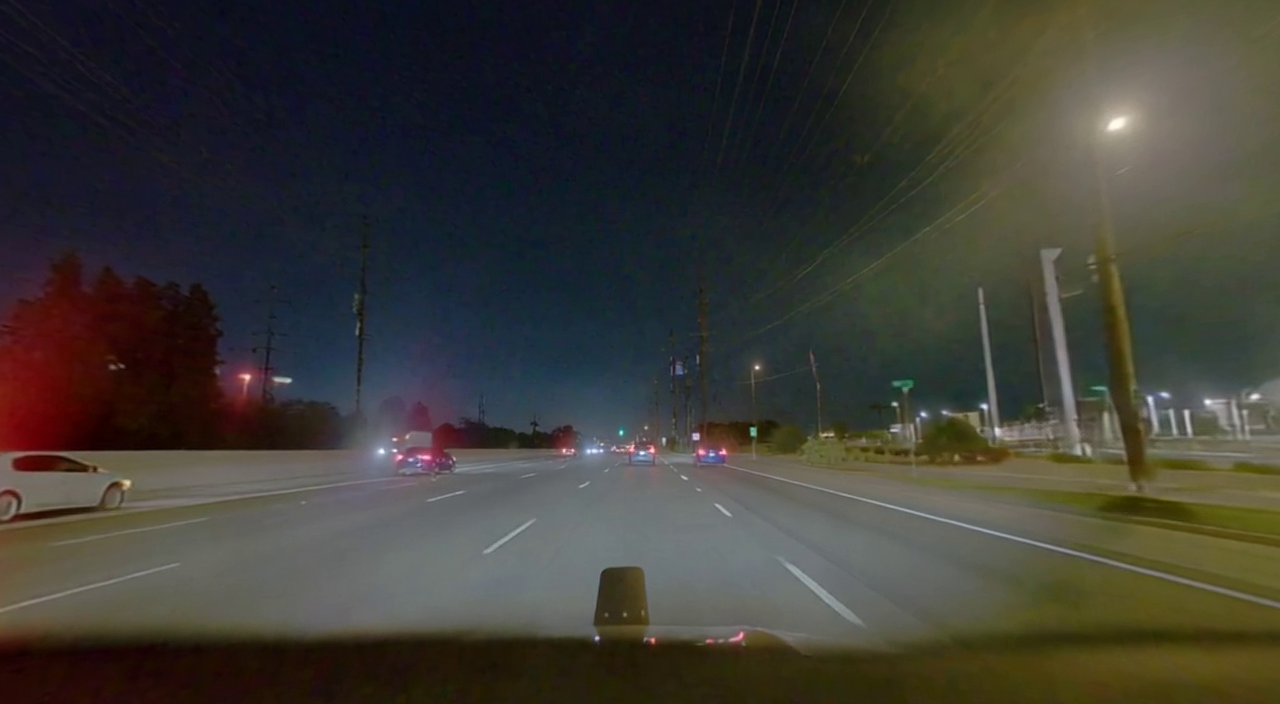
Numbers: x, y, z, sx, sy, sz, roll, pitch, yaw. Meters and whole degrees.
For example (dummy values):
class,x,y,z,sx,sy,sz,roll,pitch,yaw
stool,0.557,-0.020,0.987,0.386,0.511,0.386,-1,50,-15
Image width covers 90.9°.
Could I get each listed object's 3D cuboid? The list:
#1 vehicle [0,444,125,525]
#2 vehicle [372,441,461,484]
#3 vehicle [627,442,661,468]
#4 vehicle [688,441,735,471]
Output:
class,x,y,z,sx,sy,sz,roll,pitch,yaw
vehicle,-14.409,2.877,13.906,2.046,1.674,4.735,0,-8,1
vehicle,-10.274,5.104,29.489,2.241,1.810,4.966,-1,-8,2
vehicle,0.251,6.387,39.329,2.036,1.474,3.969,0,-8,0
vehicle,3.845,5.689,34.627,2.060,1.526,4.387,0,-8,0
